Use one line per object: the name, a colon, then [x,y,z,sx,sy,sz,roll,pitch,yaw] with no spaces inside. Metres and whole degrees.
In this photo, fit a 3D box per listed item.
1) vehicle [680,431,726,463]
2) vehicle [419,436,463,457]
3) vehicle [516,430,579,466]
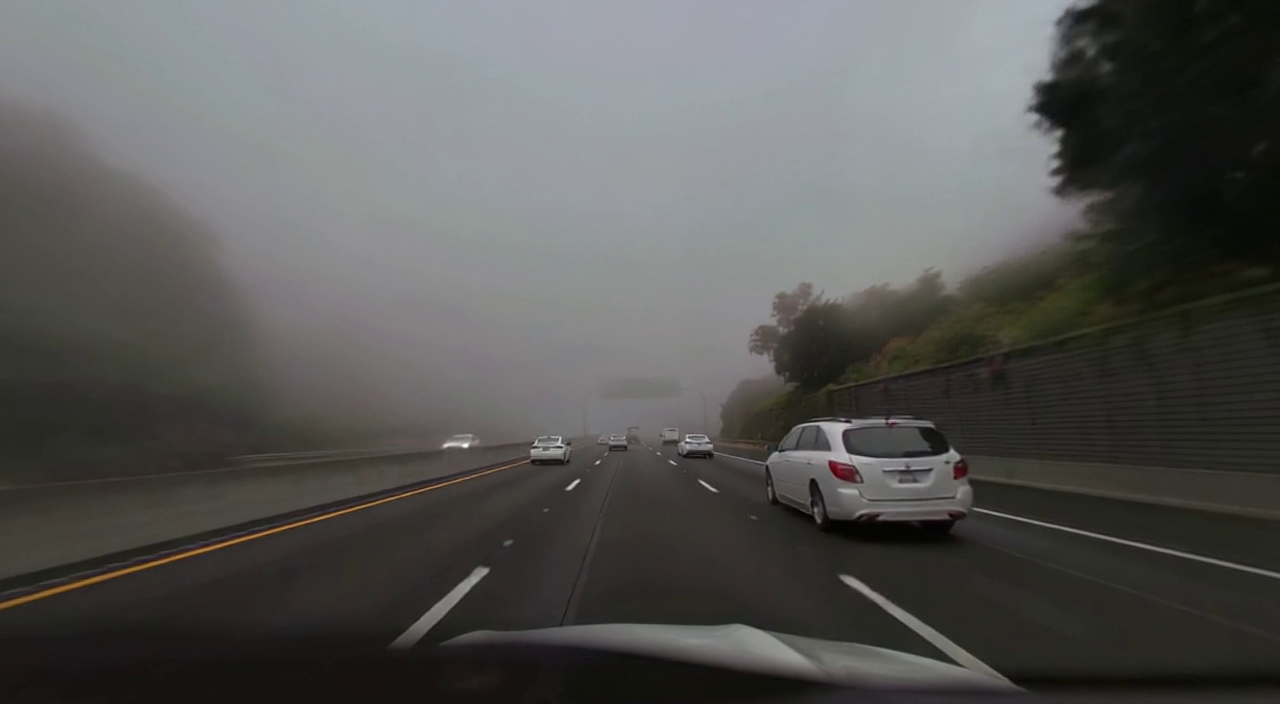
vehicle: [3.052,4.669,31.174,1.806,1.469,3.681,0,-8,-2]
vehicle: [-14.860,7.059,47.278,2.025,1.457,4.147,0,-8,-2]
vehicle: [-4.024,4.250,28.144,2.204,1.486,4.121,0,-8,0]
